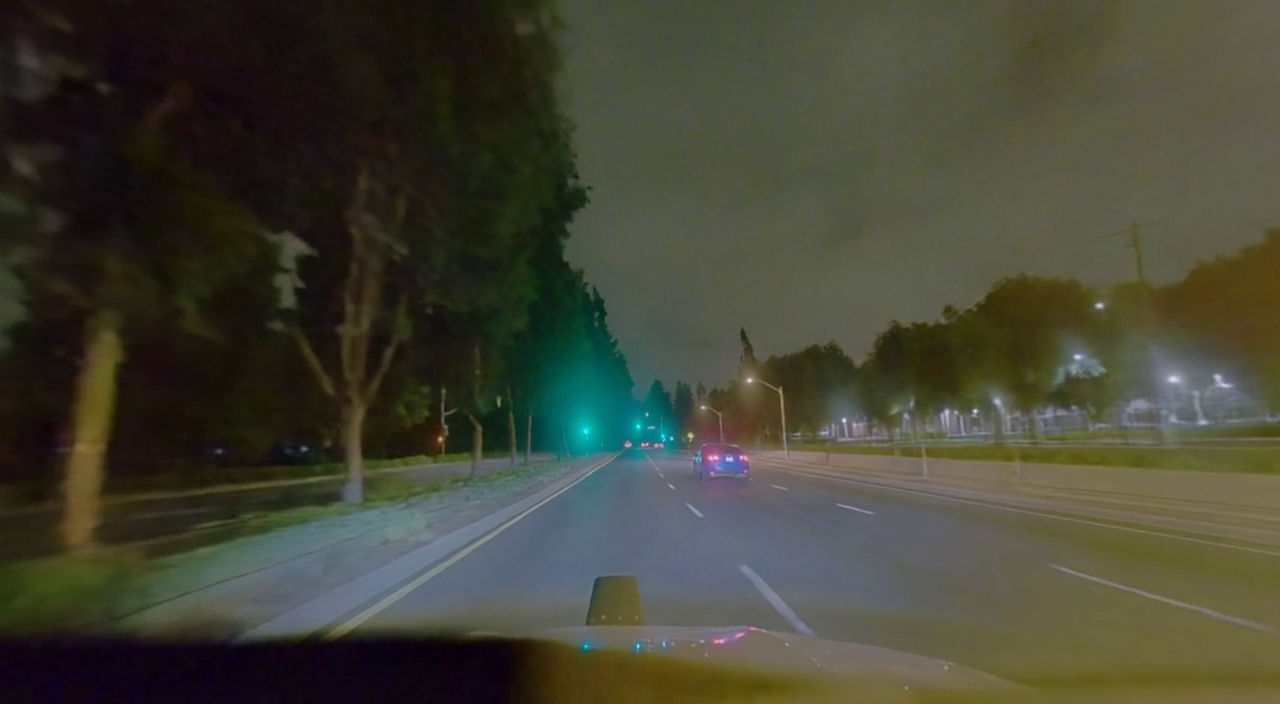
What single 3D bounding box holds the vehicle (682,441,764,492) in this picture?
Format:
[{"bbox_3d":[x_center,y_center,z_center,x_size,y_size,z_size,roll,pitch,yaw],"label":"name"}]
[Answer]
[{"bbox_3d":[2.624,3.738,21.013,2.056,1.483,4.091,0,-8,-1],"label":"vehicle"}]
